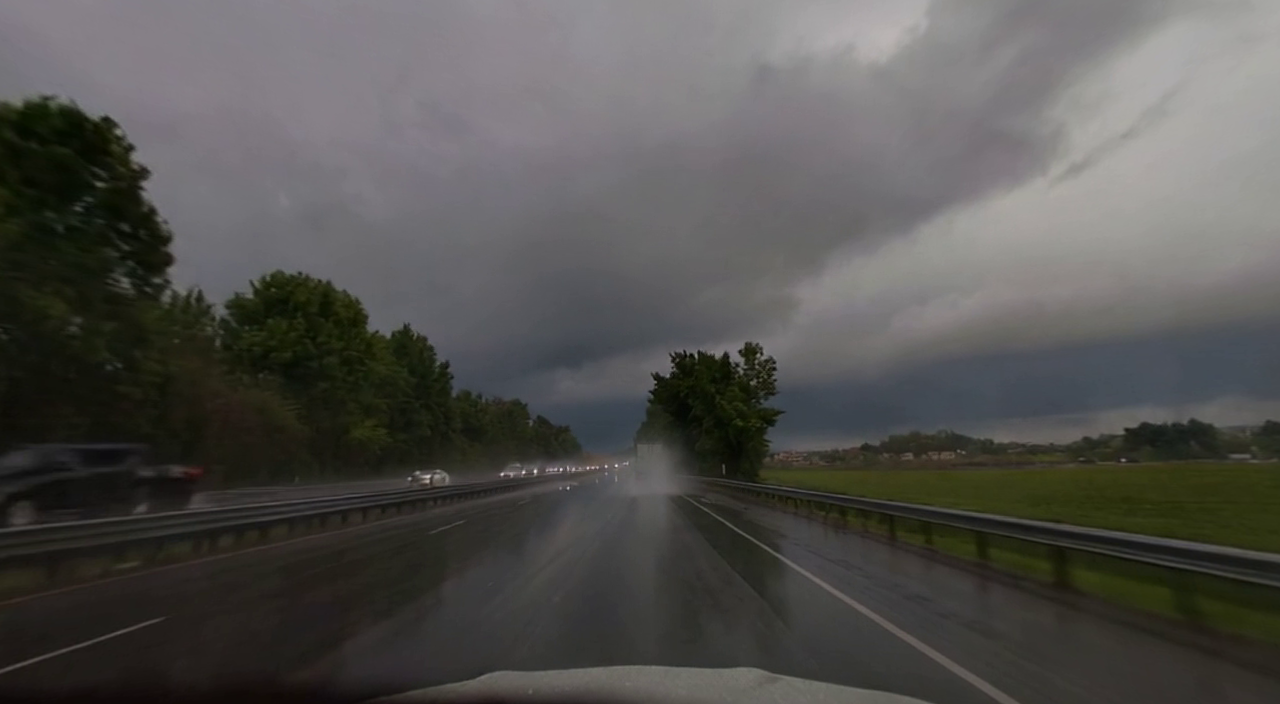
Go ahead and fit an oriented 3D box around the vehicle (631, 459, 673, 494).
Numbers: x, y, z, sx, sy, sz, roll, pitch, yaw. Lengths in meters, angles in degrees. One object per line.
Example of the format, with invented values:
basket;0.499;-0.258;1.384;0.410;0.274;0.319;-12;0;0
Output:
vehicle;0.576;6.457;32.796;2.048;1.663;4.377;1;-10;0
